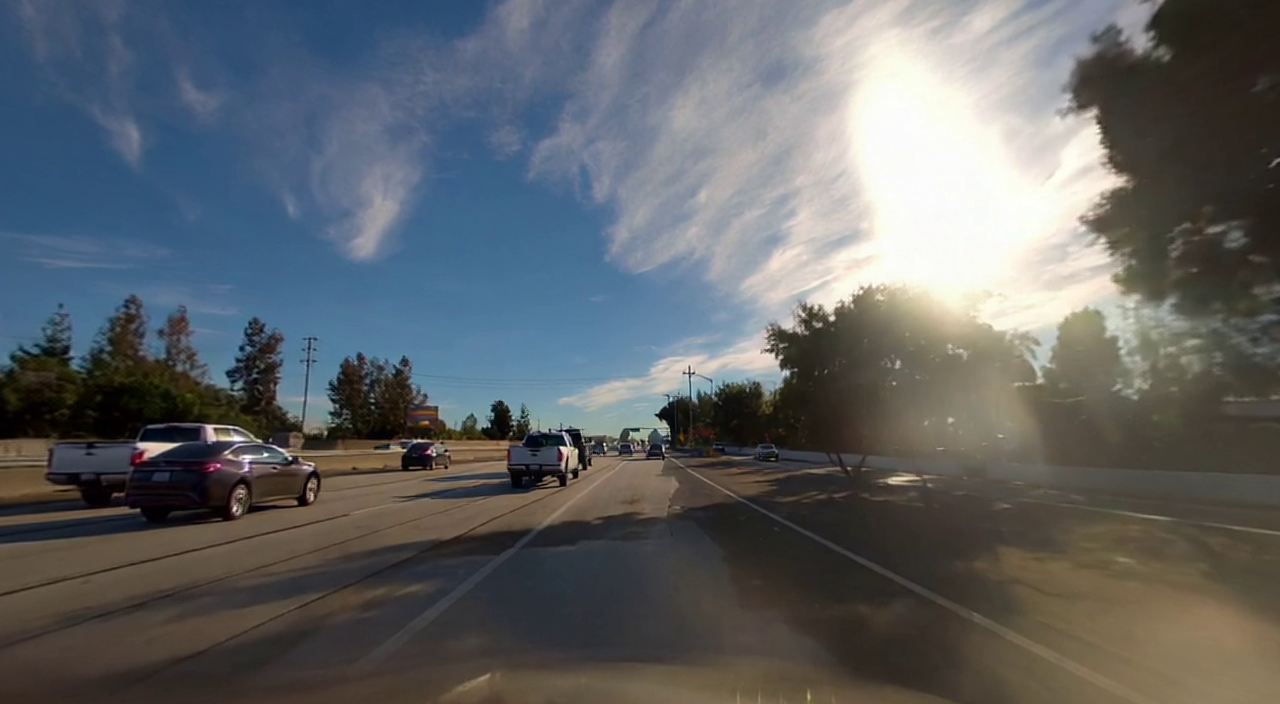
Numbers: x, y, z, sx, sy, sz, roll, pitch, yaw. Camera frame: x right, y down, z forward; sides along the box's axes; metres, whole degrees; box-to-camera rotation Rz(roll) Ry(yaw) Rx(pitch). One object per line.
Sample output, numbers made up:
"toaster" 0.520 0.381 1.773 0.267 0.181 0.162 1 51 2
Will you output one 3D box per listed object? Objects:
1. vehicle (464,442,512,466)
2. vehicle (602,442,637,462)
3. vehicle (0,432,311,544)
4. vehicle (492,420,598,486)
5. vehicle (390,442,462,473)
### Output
"vehicle" -10.210 6.857 42.438 1.915 1.472 4.502 -1 -8 3
"vehicle" -1.522 7.658 48.171 2.013 1.444 4.447 -1 -8 7
"vehicle" -7.845 2.149 10.651 1.964 1.481 4.425 -1 -8 2
"vehicle" -3.304 3.751 23.649 2.815 2.092 6.526 0 -8 2
"vehicle" -10.699 5.273 31.721 1.884 1.453 4.579 0 -8 2
